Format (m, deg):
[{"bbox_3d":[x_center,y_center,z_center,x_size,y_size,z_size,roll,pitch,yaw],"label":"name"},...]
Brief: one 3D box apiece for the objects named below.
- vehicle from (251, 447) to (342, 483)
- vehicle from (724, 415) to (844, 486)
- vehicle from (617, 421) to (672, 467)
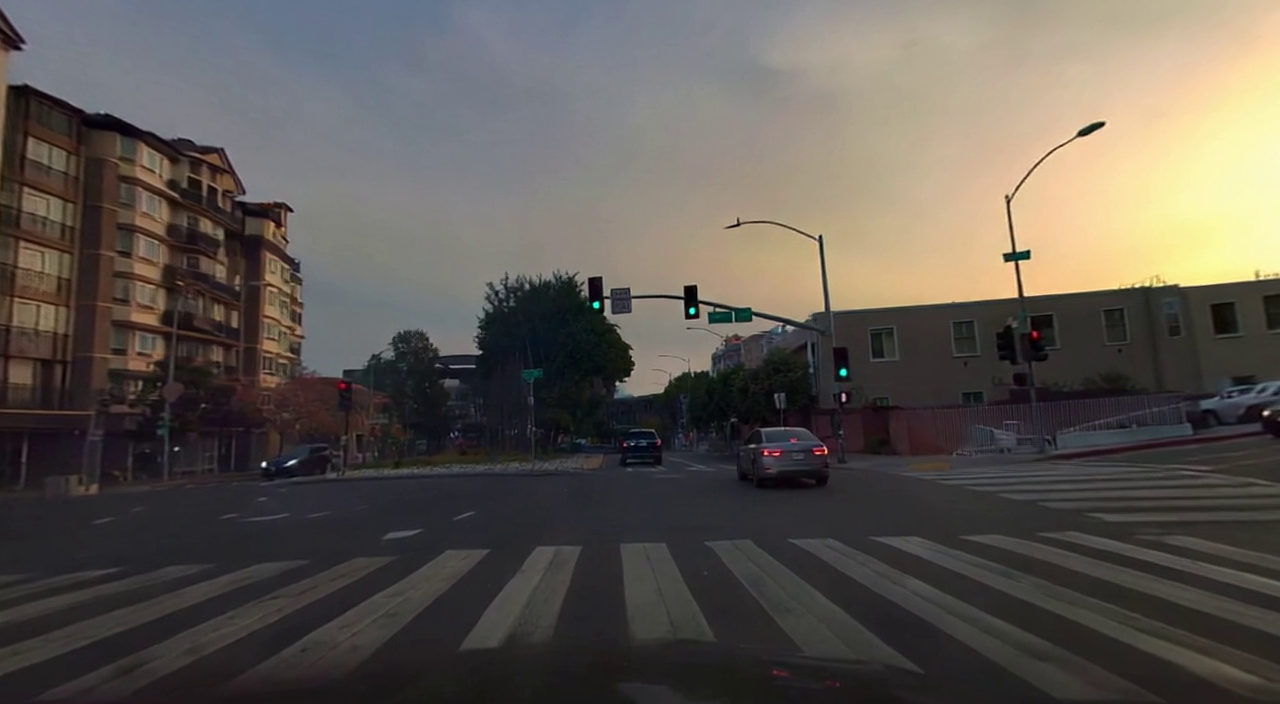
[{"bbox_3d":[-17.236,5.660,32.004,2.011,1.630,4.541,0,-8,1],"label":"vehicle"},{"bbox_3d":[3.476,2.510,16.210,1.987,1.538,4.510,0,-8,0],"label":"vehicle"},{"bbox_3d":[0.199,3.926,26.954,2.168,1.776,4.135,0,-9,1],"label":"vehicle"}]
